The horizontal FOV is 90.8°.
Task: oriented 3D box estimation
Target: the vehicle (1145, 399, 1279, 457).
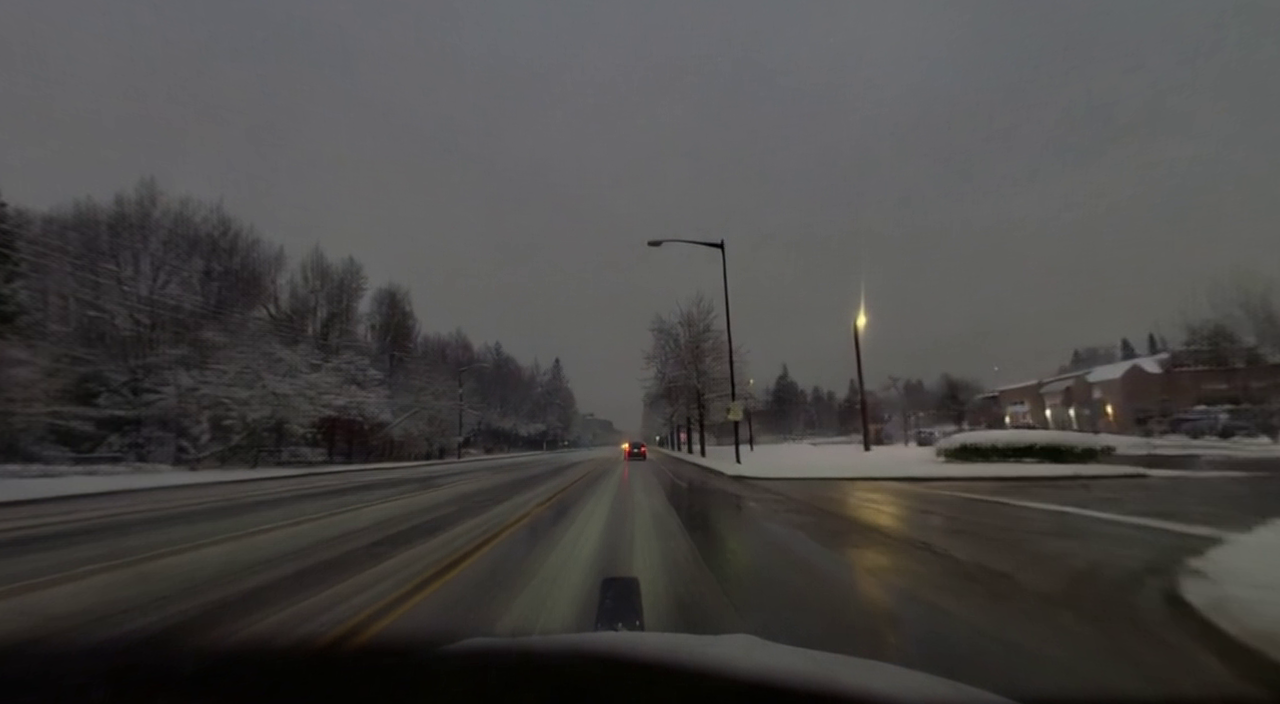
[{"bbox_3d":[46.361,5.616,46.815,14.828,4.062,2.936,-1,-8,2],"label":"vehicle"}]
